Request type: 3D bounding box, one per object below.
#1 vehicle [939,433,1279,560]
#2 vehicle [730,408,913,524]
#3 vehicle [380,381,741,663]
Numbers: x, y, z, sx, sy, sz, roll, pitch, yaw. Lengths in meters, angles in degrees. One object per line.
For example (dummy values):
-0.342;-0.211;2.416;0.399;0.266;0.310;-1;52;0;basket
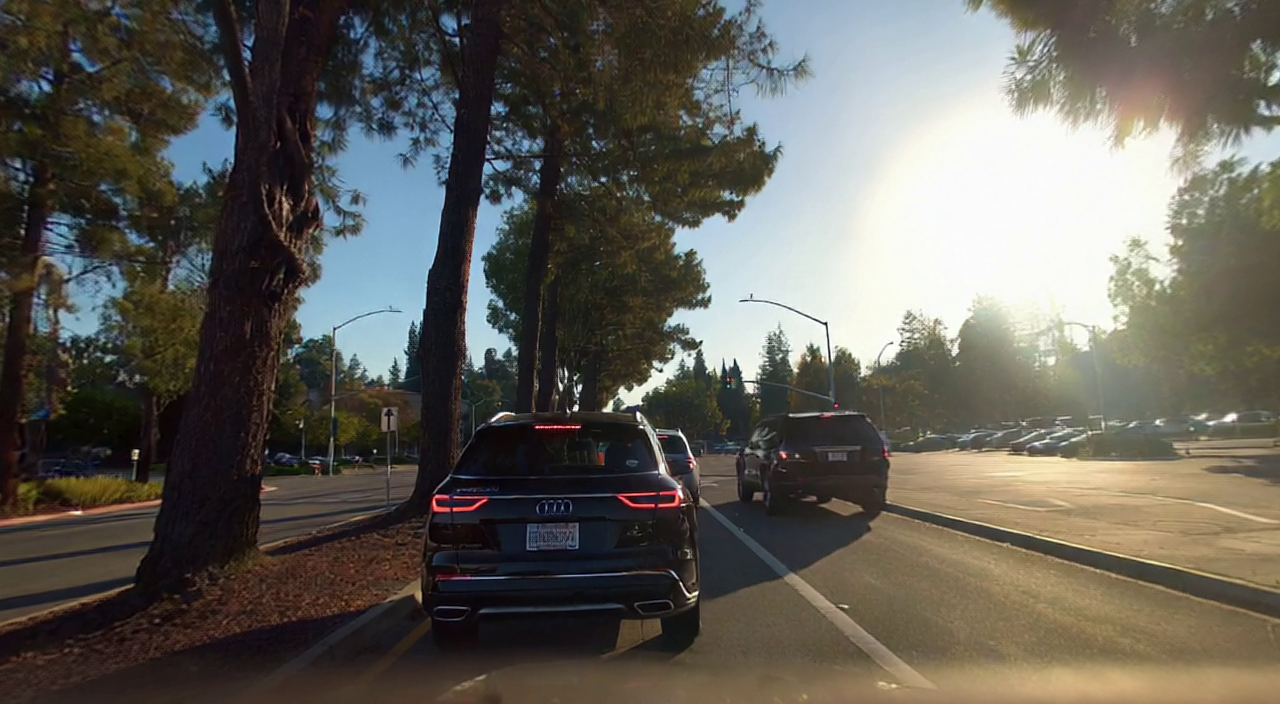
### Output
6.602;2.011;9.605;1.894;1.445;4.565;0;-9;0;vehicle
3.364;2.258;12.980;2.200;1.909;4.853;0;-9;-1;vehicle
-0.429;1.351;6.073;2.201;1.709;4.271;0;-9;2;vehicle
